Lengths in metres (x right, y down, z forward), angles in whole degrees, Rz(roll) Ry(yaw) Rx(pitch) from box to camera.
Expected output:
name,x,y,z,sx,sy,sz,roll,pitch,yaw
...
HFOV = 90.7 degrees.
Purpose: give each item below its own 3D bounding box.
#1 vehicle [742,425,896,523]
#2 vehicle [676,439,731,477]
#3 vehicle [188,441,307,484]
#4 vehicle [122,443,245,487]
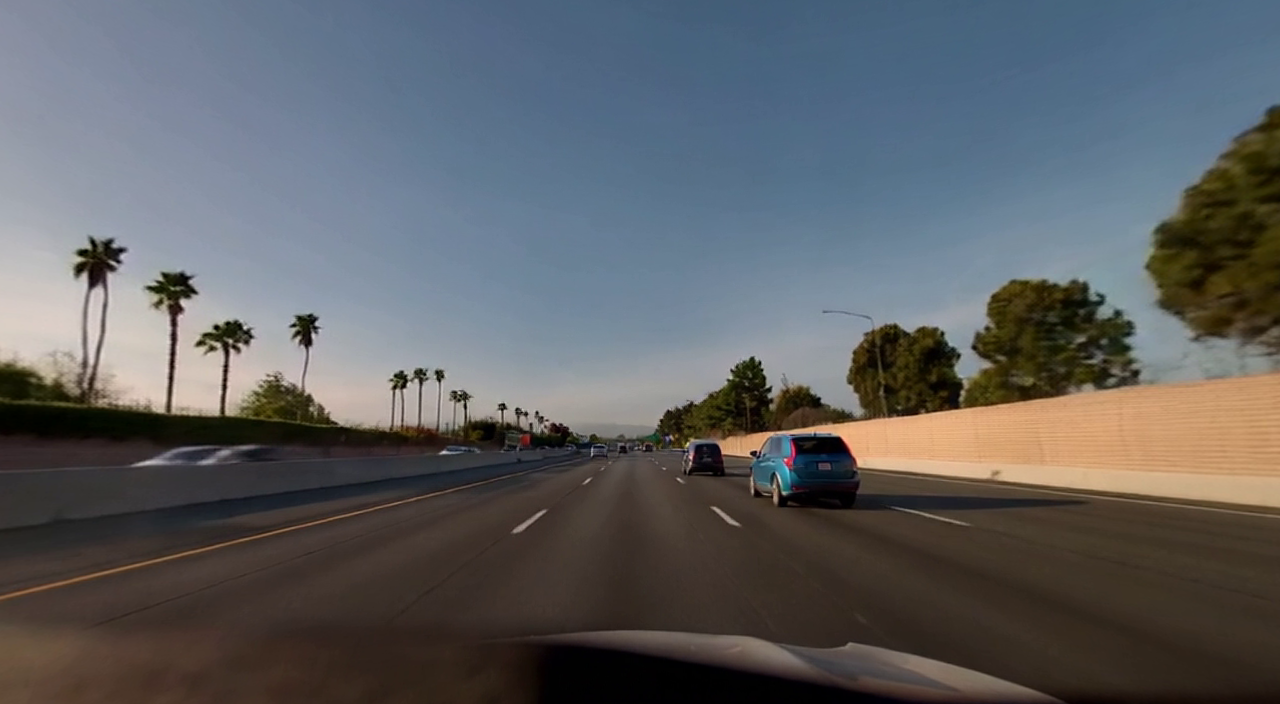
name,x,y,z,sx,sy,sz,roll,pitch,yaw
vehicle,3.477,2.444,13.229,1.910,1.696,4.187,0,-9,-1
vehicle,2.954,5.064,30.468,2.045,1.688,4.313,0,-9,-2
vehicle,-16.223,4.571,26.526,2.013,1.624,4.630,0,-9,0
vehicle,-20.062,4.938,28.120,2.003,1.762,4.668,0,-9,-1
